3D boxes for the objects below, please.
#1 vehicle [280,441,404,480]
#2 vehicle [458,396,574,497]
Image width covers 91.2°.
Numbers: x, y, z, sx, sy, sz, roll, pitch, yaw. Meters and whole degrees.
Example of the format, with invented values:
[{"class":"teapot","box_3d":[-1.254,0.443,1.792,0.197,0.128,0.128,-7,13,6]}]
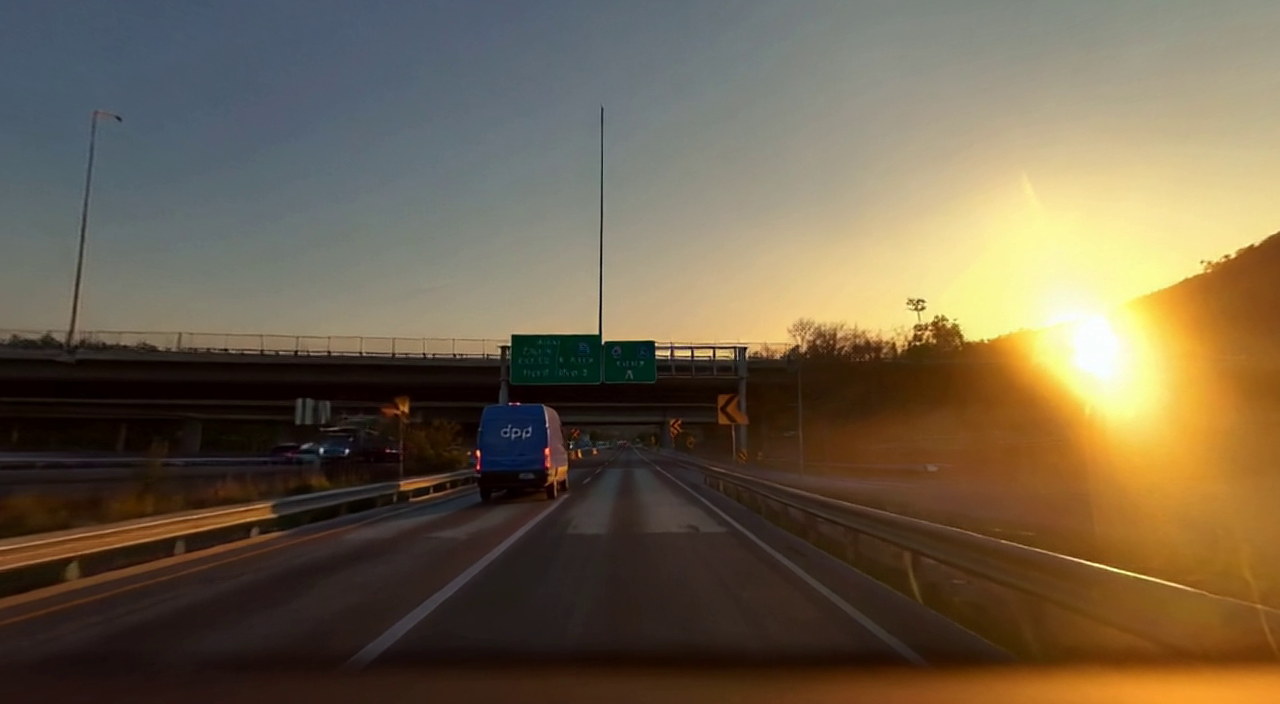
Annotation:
[{"class":"vehicle","box_3d":[-12.543,4.594,26.721,4.396,1.557,1.952,2,-9,-15]},{"class":"vehicle","box_3d":[-3.623,3.027,20.100,2.463,2.640,7.034,0,-9,-2]}]
